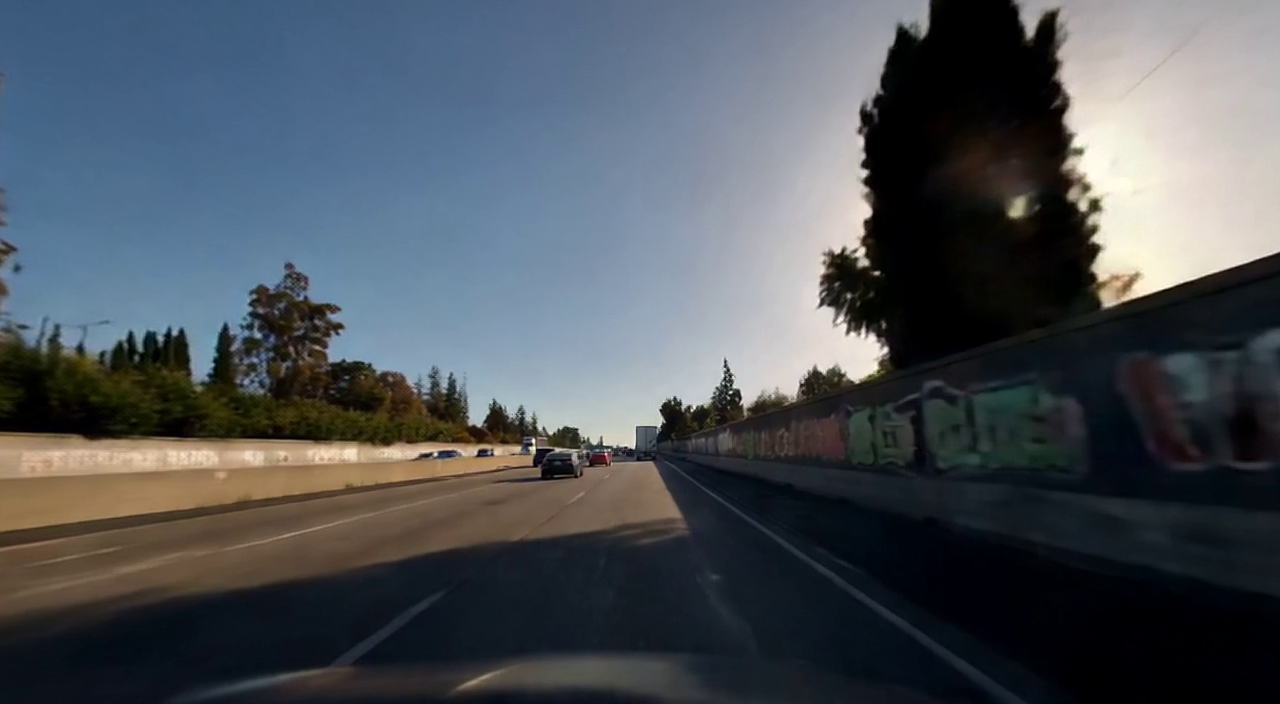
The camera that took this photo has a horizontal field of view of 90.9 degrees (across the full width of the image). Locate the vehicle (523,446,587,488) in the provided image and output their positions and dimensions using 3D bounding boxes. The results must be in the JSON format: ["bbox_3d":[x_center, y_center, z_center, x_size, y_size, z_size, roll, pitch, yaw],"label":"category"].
[{"bbox_3d":[-3.194,4.405,24.587,1.803,1.466,4.509,0,-9,1],"label":"vehicle"}]
